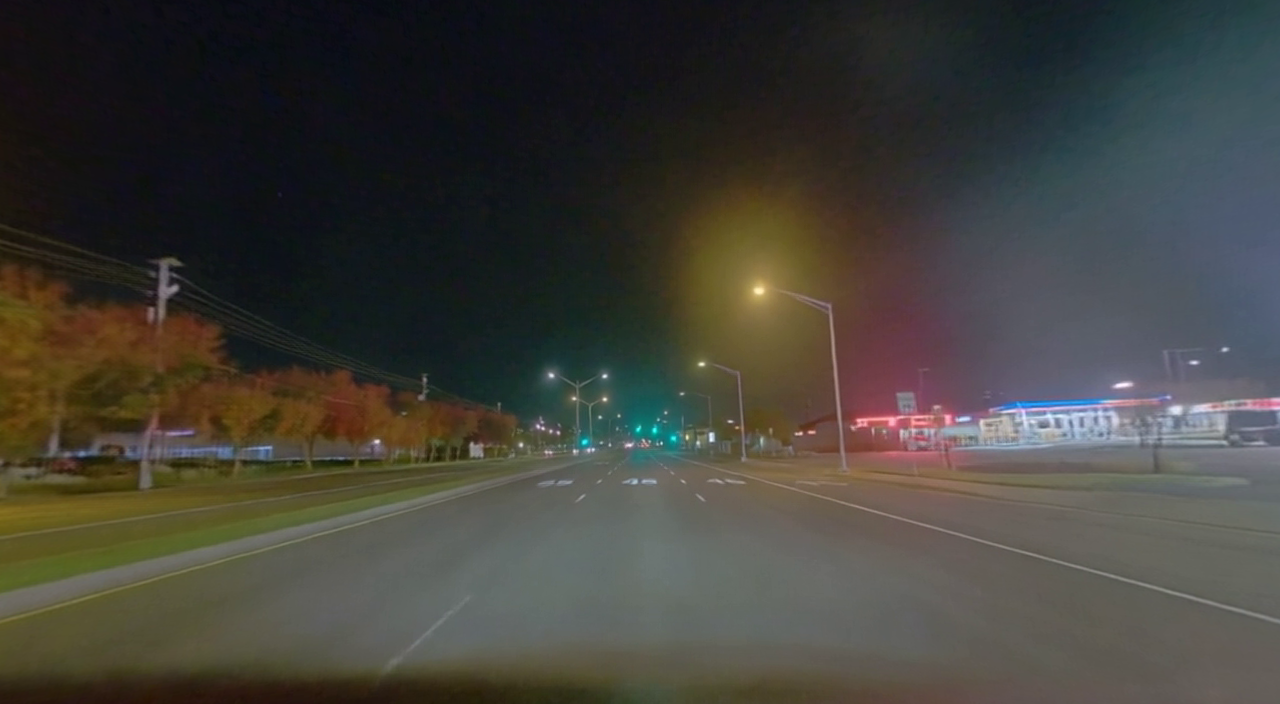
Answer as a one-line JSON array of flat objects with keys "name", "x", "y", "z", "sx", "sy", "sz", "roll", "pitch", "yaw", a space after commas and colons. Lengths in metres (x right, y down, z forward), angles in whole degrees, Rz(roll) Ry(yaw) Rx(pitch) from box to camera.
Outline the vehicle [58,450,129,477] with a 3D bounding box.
[{"name": "vehicle", "x": -40.856, "y": 8.319, "z": 47.359, "sx": 1.704, "sy": 1.866, "sz": 3.985, "roll": 0, "pitch": -8, "yaw": -1}]

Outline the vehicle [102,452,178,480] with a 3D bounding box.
[{"name": "vehicle", "x": -38.185, "y": 8.686, "z": 48.418, "sx": 2.005, "sy": 1.915, "sz": 5.056, "roll": 0, "pitch": -9, "yaw": -5}]

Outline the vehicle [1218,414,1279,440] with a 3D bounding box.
[{"name": "vehicle", "x": 41.636, "y": 5.032, "z": 42.127, "sx": 1.834, "sy": 1.612, "sz": 4.559, "roll": 0, "pitch": -8, "yaw": 0}]

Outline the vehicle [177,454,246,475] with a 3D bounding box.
[{"name": "vehicle", "x": -33.012, "y": 8.682, "z": 48.844, "sx": 1.809, "sy": 1.448, "sz": 4.747, "roll": -1, "pitch": -8, "yaw": 2}]
